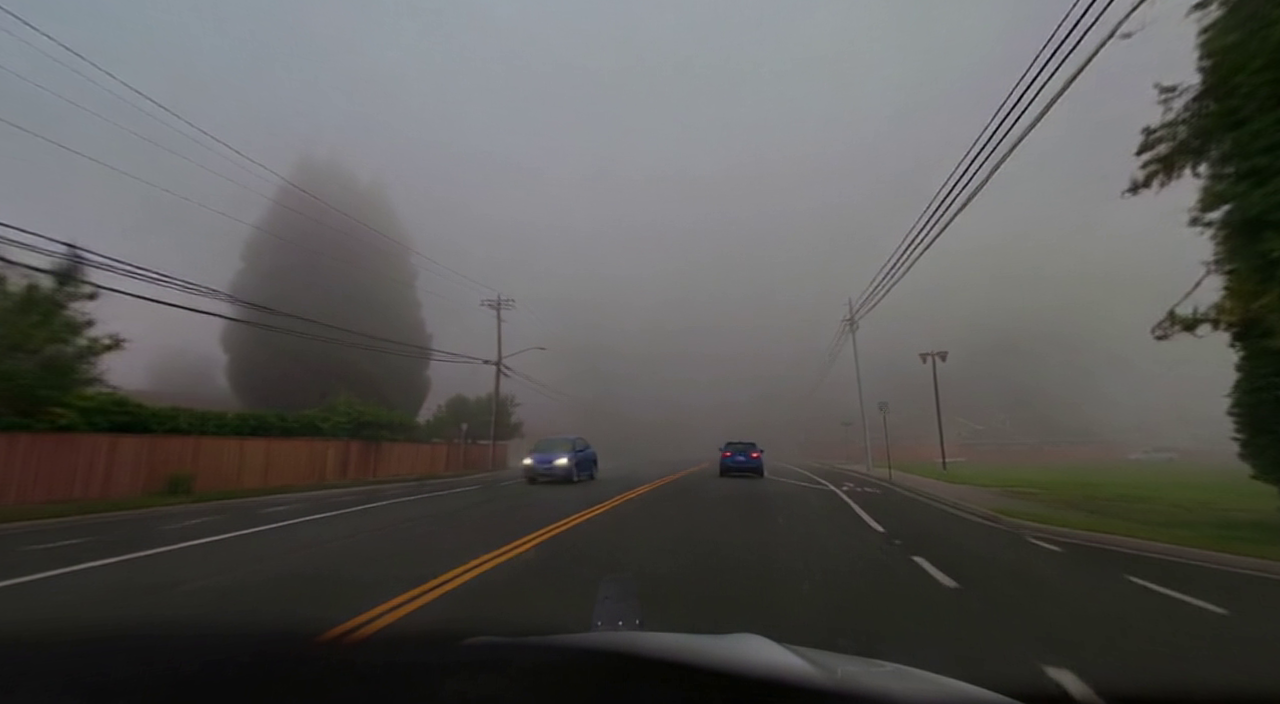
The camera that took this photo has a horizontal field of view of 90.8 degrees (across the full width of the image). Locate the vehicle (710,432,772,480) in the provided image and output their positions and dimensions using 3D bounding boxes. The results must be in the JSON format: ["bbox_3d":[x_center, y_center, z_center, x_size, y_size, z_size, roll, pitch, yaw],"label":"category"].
[{"bbox_3d":[3.905,3.989,24.533,2.139,1.699,3.916,-1,-8,9],"label":"vehicle"}]

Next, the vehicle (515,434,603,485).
[{"bbox_3d":[-2.829,3.899,23.301,2.226,1.664,4.342,-1,-8,6],"label":"vehicle"}]
